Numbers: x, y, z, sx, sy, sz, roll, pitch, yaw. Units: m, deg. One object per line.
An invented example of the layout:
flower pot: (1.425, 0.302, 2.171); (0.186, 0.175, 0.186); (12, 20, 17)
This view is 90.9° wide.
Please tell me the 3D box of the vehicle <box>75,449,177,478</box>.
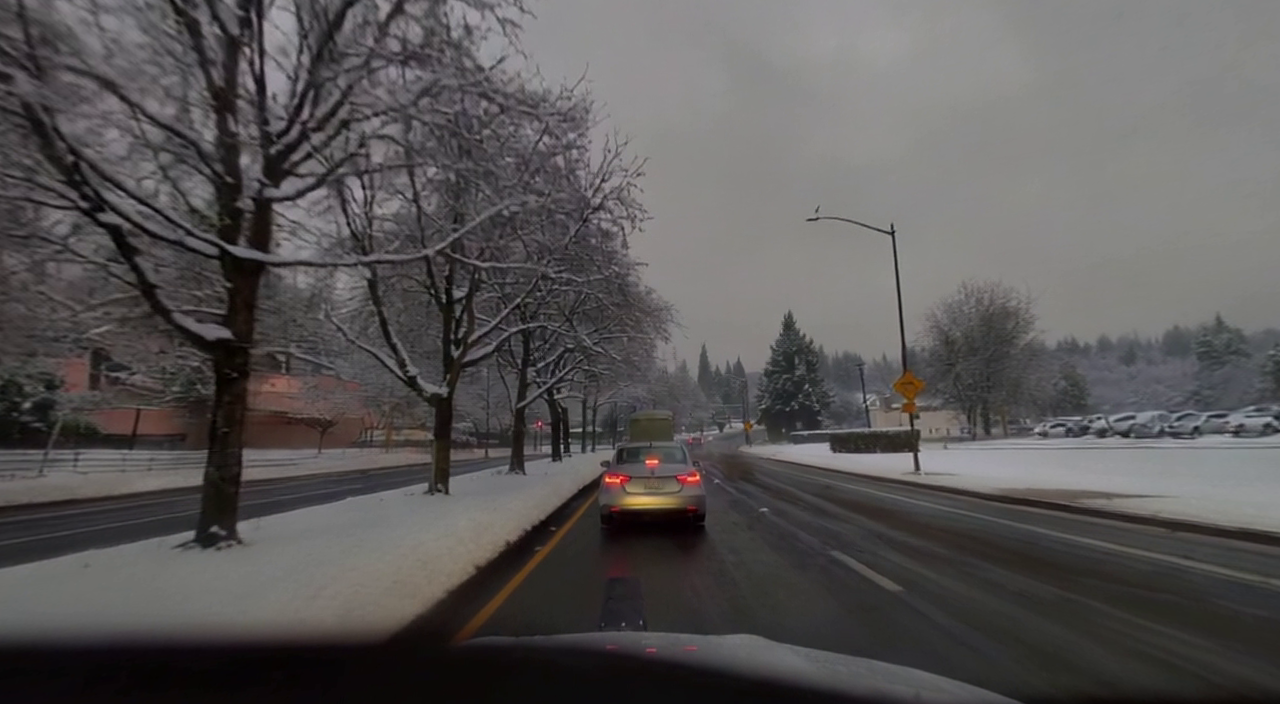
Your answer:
vehicle: (-30.049, 6.523, 36.918); (4.342, 1.621, 1.967); (-1, -8, 4)

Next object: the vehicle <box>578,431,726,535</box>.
vehicle: (0.131, 2.152, 10.959); (2.093, 1.442, 3.977); (0, -8, -1)

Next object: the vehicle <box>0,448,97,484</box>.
vehicle: (-30.279, 5.723, 31.667); (4.266, 1.600, 1.877); (-3, -8, -2)
